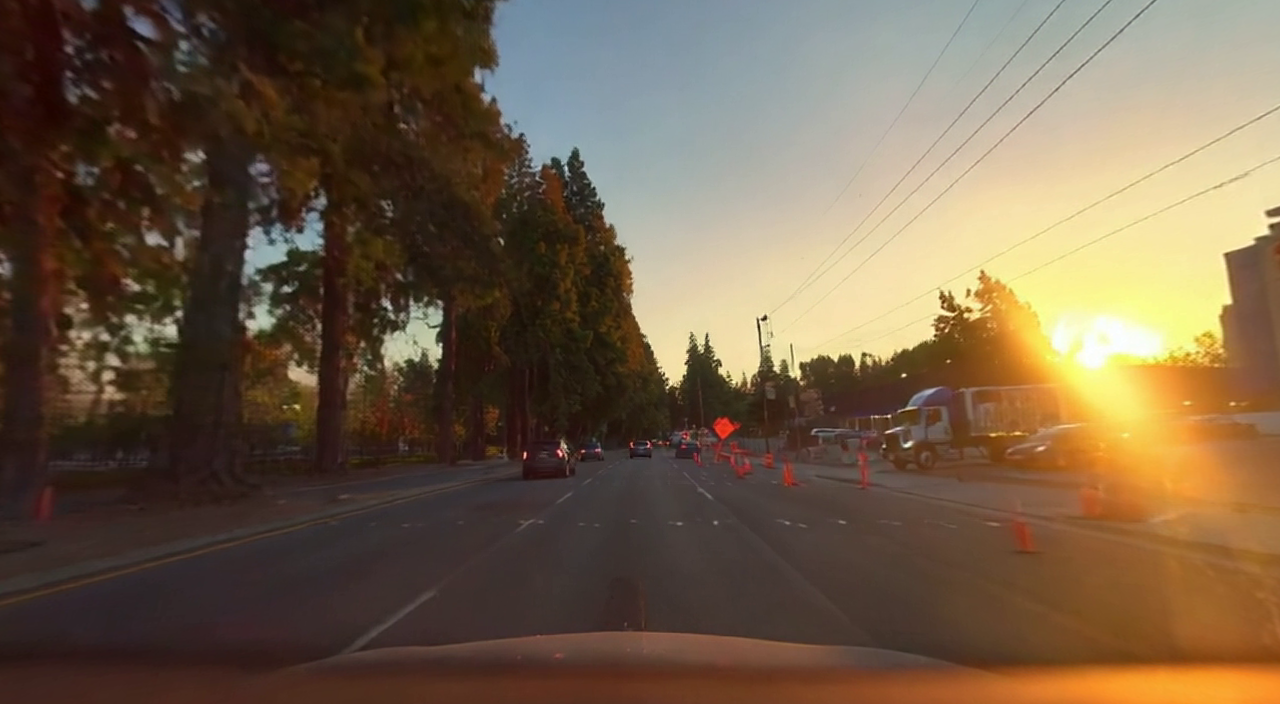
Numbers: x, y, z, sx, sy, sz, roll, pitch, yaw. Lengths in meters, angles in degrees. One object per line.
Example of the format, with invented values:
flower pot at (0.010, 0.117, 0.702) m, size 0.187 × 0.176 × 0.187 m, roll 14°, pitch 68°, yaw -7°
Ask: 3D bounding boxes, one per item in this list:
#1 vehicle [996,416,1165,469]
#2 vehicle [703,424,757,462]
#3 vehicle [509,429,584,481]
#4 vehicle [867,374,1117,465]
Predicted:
vehicle at (15.679, 3.265, 22.677) m, size 1.874 × 1.694 × 4.535 m, roll 6°, pitch -11°, yaw -38°
vehicle at (5.738, 5.970, 41.250) m, size 2.653 × 2.231 × 6.793 m, roll 0°, pitch -8°, yaw 1°
vehicle at (-3.289, 3.730, 23.047) m, size 2.038 × 1.682 × 4.399 m, roll 0°, pitch -8°, yaw 0°
vehicle at (14.960, 2.942, 27.328) m, size 8.949 × 3.673 × 3.044 m, roll 0°, pitch -8°, yaw -2°
